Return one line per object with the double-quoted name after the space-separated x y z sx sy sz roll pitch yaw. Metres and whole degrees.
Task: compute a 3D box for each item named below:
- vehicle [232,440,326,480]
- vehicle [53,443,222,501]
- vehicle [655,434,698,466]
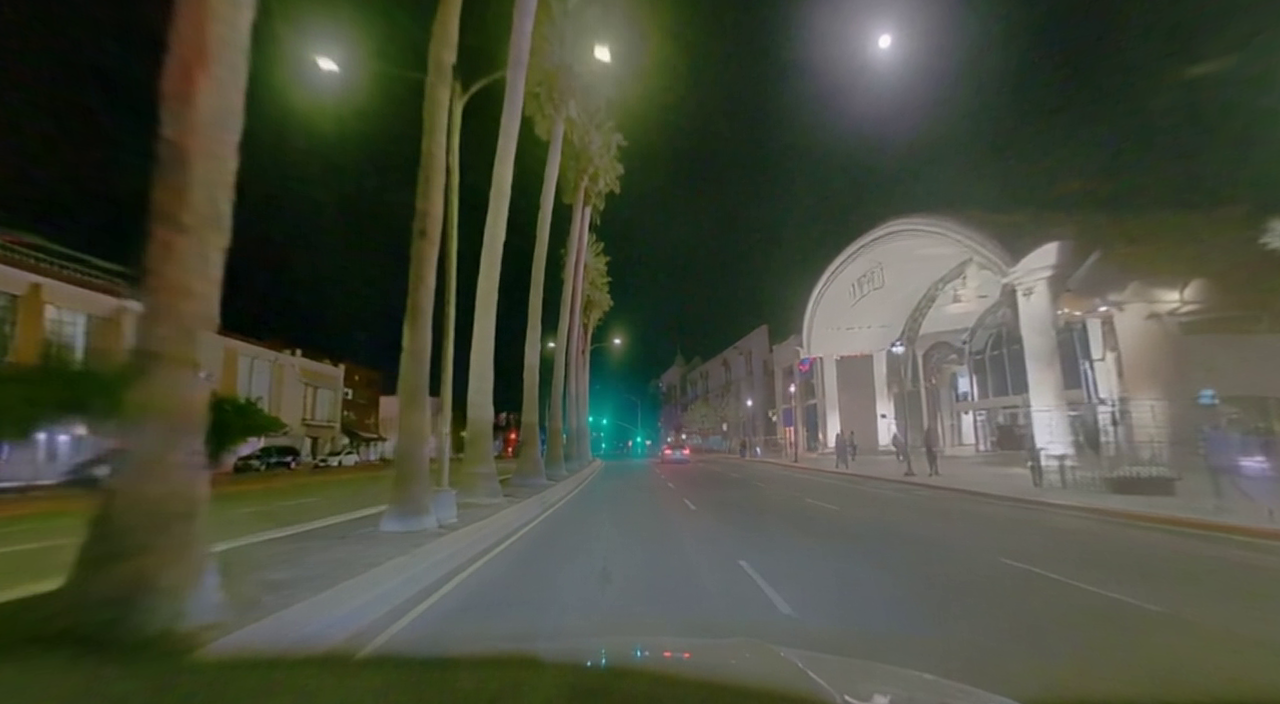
-18.460 5.523 32.604 2.136 1.890 4.670 0 -9 -1 "vehicle"
-18.119 4.308 23.233 2.049 1.878 5.125 0 -9 -2 "vehicle"
2.358 6.603 42.617 2.284 2.010 6.670 0 -9 -2 "vehicle"
